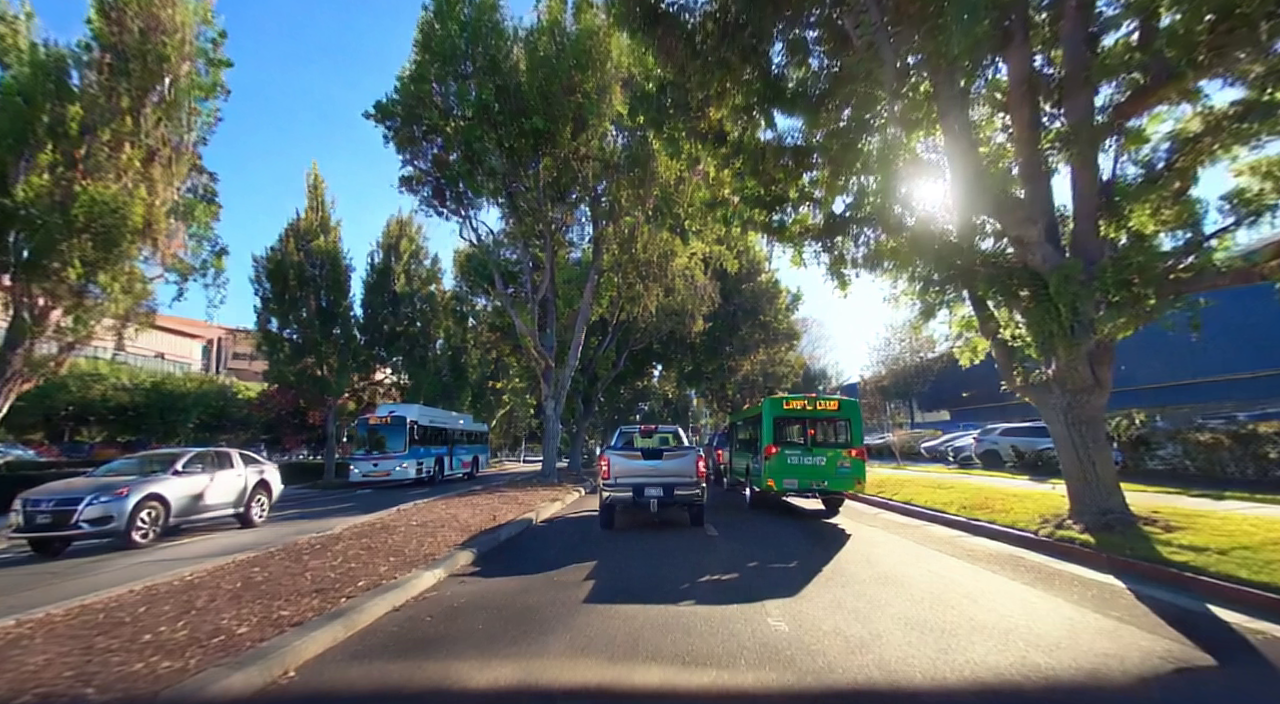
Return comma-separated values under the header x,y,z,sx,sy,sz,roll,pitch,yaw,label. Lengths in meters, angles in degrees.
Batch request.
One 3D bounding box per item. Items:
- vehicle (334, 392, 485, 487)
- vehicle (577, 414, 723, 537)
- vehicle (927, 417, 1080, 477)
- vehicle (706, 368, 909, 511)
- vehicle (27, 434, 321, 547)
x,y,z,sx,sy,sz,roll,pitch,yaw,label
-11.433,4.684,33.447,2.996,4.022,12.692,0,-8,1,vehicle
0.130,2.266,12.341,2.157,1.816,5.804,0,-8,0,vehicle
14.688,3.850,25.795,4.697,1.908,2.243,-5,-8,1,vehicle
4.137,2.643,18.891,3.088,3.057,10.503,0,-8,-1,vehicle
-8.421,2.486,12.160,2.028,1.728,4.630,0,-8,1,vehicle
